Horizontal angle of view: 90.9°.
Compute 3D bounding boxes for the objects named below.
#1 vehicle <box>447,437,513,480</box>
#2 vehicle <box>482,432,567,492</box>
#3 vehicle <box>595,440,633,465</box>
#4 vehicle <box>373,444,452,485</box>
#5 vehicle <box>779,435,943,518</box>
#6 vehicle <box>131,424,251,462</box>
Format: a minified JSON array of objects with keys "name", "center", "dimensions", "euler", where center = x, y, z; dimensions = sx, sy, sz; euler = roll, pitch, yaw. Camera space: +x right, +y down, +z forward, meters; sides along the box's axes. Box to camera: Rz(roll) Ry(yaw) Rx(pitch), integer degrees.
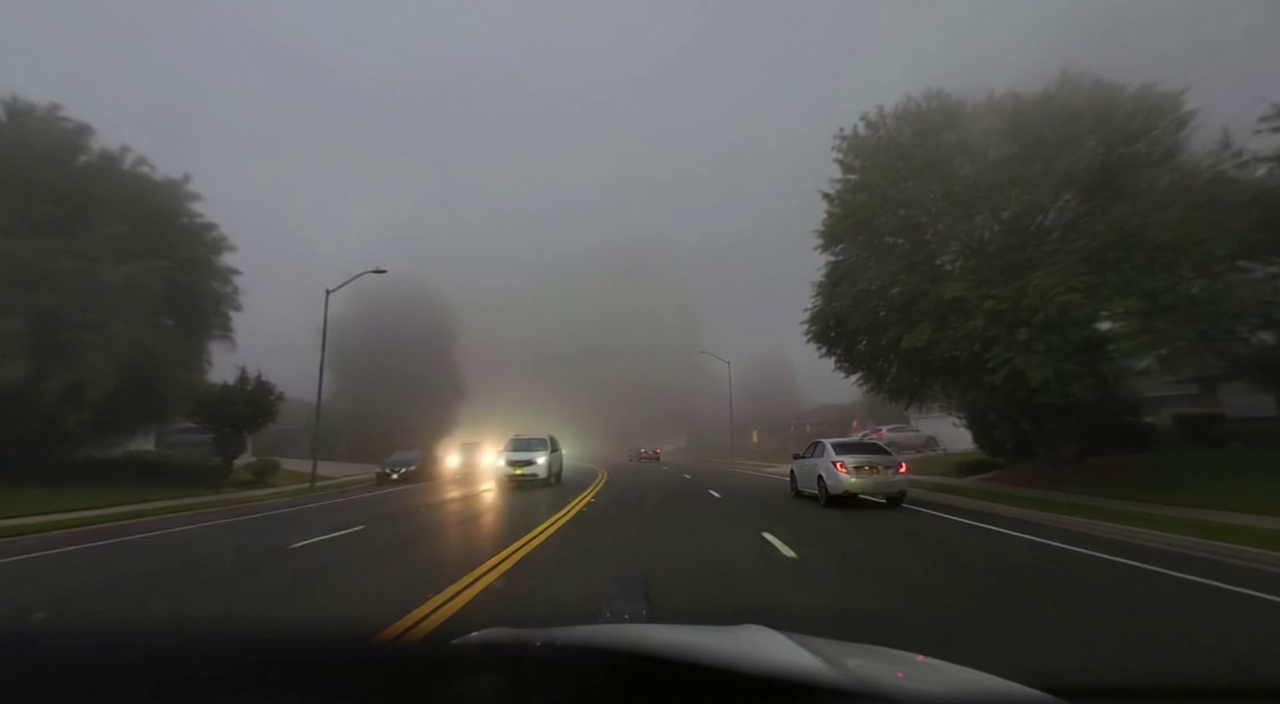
[{"name":"vehicle","center":[-7.420,4.986,29.814],"dimensions":[2.075,1.822,5.096],"euler":[0,-8,-4]},{"name":"vehicle","center":[-3.578,3.493,20.401],"dimensions":[2.081,1.721,4.228],"euler":[0,-8,-2]},{"name":"vehicle","center":[-1.938,7.145,44.938],"dimensions":[2.106,1.667,4.367],"euler":[1,-8,-10]},{"name":"vehicle","center":[-10.360,5.145,29.172],"dimensions":[2.038,1.690,4.825],"euler":[0,-8,-3]},{"name":"vehicle","center":[4.601,2.623,13.899],"dimensions":[1.934,1.506,4.282],"euler":[0,-8,-2]},{"name":"vehicle","center":[-24.333,4.956,34.354],"dimensions":[4.772,1.877,2.038],"euler":[0,-9,-11]}]
